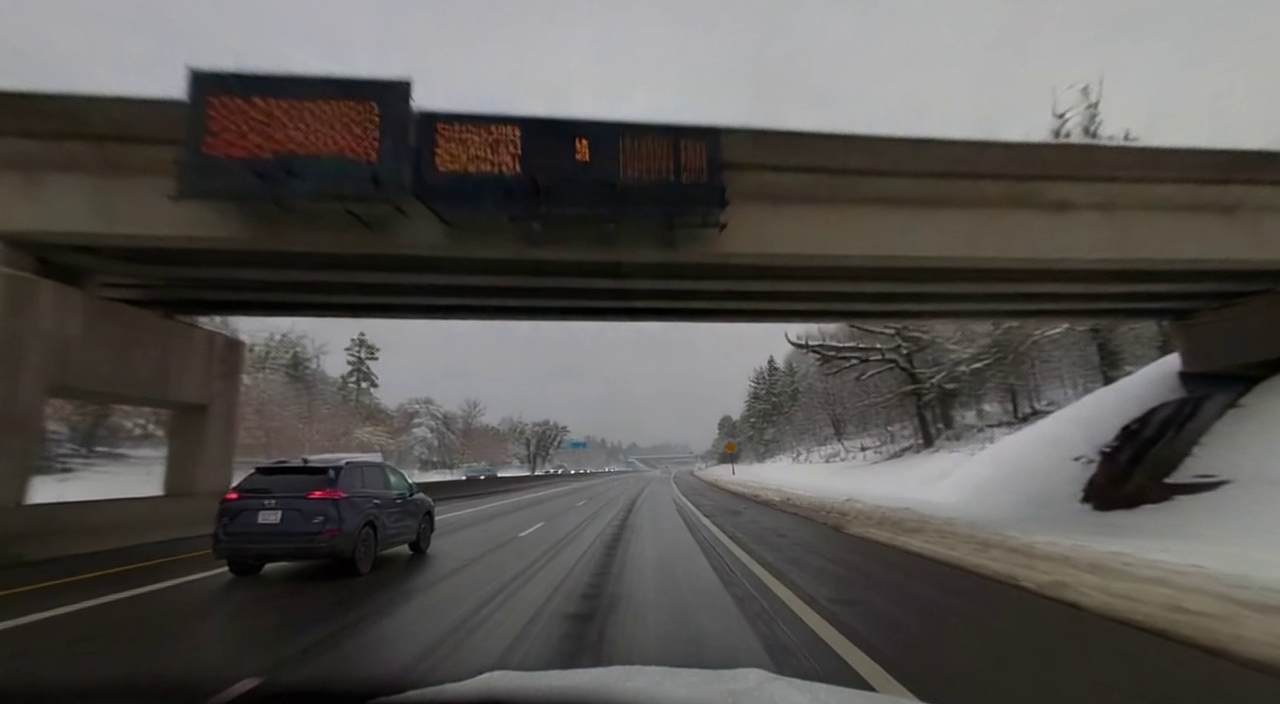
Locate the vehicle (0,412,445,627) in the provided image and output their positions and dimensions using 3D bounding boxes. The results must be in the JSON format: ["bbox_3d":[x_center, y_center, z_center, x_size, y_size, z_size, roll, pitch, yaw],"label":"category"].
[{"bbox_3d":[-4.185,1.798,7.529,2.141,1.697,4.641,1,-11,1],"label":"vehicle"}]
